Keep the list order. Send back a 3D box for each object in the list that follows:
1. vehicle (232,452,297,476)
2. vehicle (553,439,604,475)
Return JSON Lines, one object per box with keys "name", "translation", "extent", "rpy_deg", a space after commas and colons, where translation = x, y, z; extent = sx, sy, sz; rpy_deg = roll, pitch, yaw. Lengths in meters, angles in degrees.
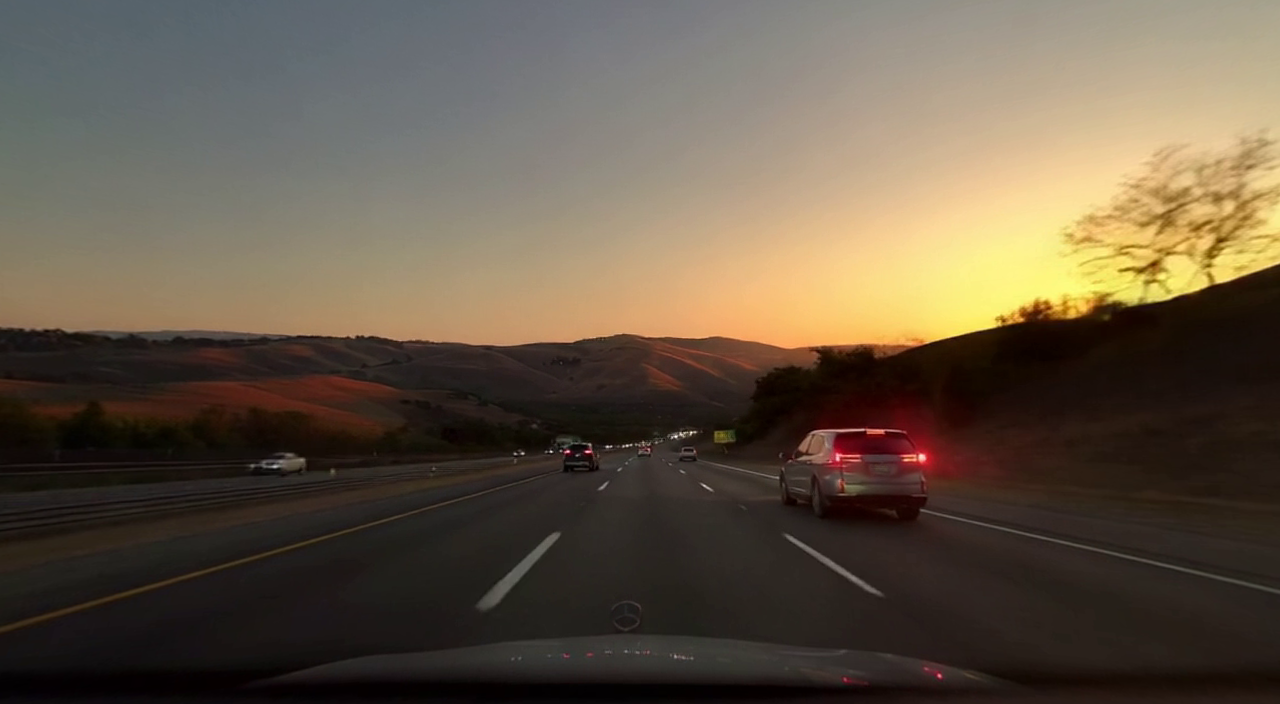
{"name": "vehicle", "translation": [-28.641, 8.515, 48.246], "extent": [1.964, 1.711, 4.796], "rpy_deg": [0, -9, 1]}
{"name": "vehicle", "translation": [-3.090, 5.413, 32.537], "extent": [2.070, 1.707, 4.309], "rpy_deg": [0, -9, 1]}
